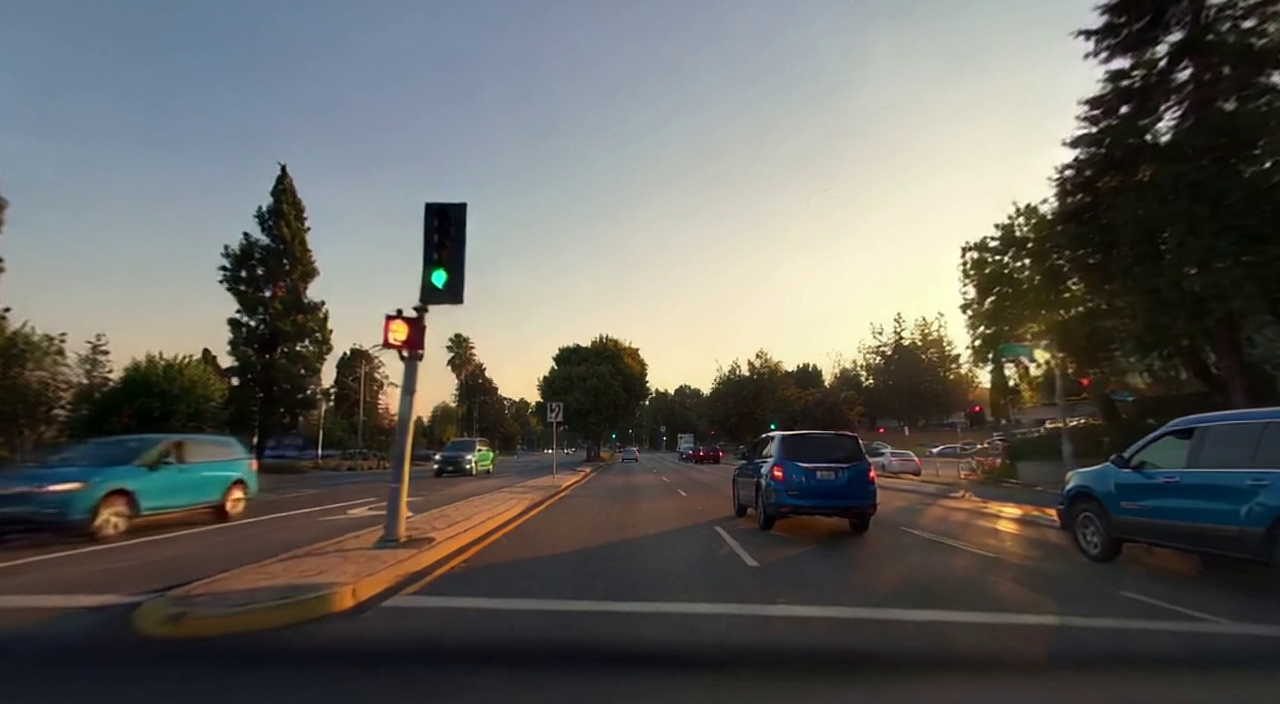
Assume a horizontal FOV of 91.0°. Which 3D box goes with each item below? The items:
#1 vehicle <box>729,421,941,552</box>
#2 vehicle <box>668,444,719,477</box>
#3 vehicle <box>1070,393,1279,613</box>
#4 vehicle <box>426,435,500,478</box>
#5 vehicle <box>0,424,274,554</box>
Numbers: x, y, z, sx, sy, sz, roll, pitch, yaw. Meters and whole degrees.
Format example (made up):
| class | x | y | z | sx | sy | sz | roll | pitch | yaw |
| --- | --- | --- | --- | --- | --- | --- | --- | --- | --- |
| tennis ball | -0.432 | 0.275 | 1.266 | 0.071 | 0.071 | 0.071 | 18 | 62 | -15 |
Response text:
| class | x | y | z | sx | sy | sz | roll | pitch | yaw |
| --- | --- | --- | --- | --- | --- | --- | --- | --- | --- |
| vehicle | 2.864 | 2.081 | 10.402 | 2.075 | 1.698 | 4.142 | 0 | -8 | -1 |
| vehicle | 2.488 | 5.179 | 30.310 | 1.980 | 1.484 | 4.093 | 1 | -8 | -2 |
| vehicle | 6.392 | 1.269 | 5.292 | 2.153 | 1.811 | 4.595 | 1 | -8 | -2 |
| vehicle | -9.191 | 5.436 | 33.172 | 2.215 | 2.062 | 5.360 | 0 | -8 | 1 |
| vehicle | -8.725 | 2.164 | 10.745 | 2.115 | 1.711 | 4.602 | 0 | -8 | 1 |
